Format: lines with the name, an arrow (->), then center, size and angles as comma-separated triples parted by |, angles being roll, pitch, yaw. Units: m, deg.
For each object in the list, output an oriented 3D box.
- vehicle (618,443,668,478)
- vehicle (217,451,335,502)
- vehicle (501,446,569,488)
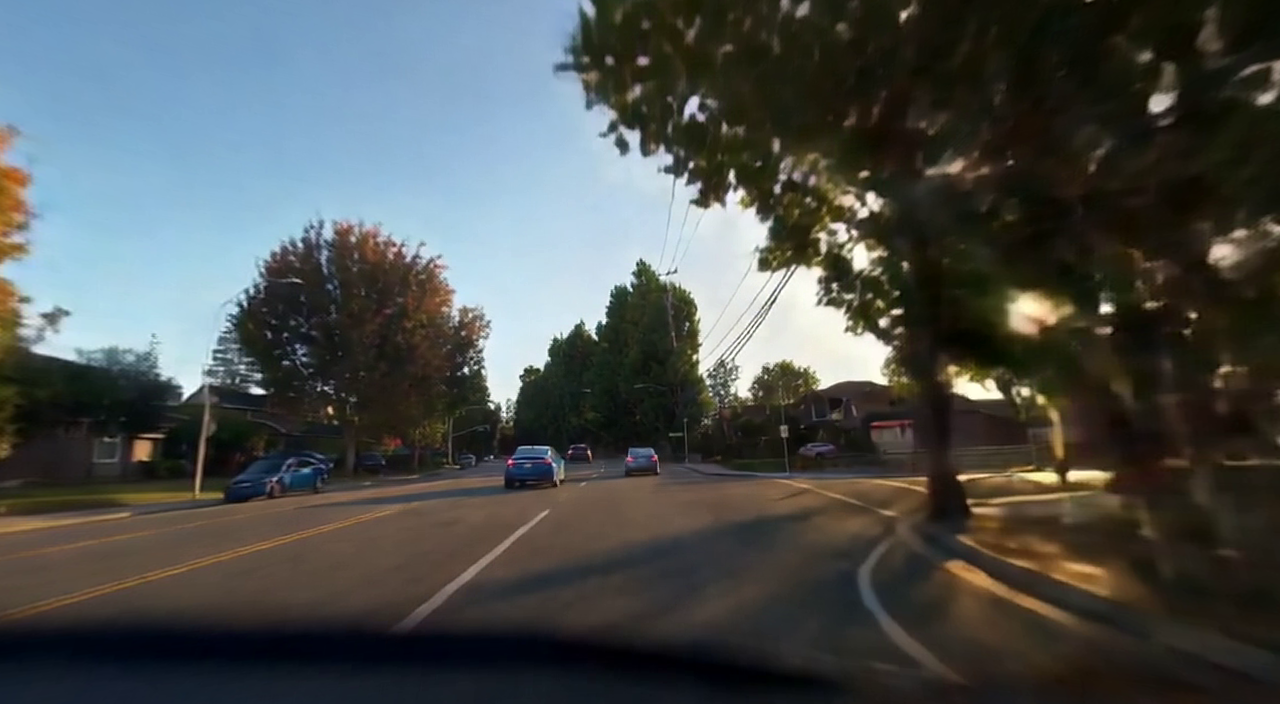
vehicle -> 0.071, 5.060, 29.667 | 2.168, 1.504, 4.284 | 0, -9, -2
vehicle -> -14.350, 4.902, 25.295 | 2.083, 1.817, 4.532 | 0, -9, -1
vehicle -> -3.863, 4.279, 23.934 | 1.913, 1.425, 4.235 | 0, -9, -1
